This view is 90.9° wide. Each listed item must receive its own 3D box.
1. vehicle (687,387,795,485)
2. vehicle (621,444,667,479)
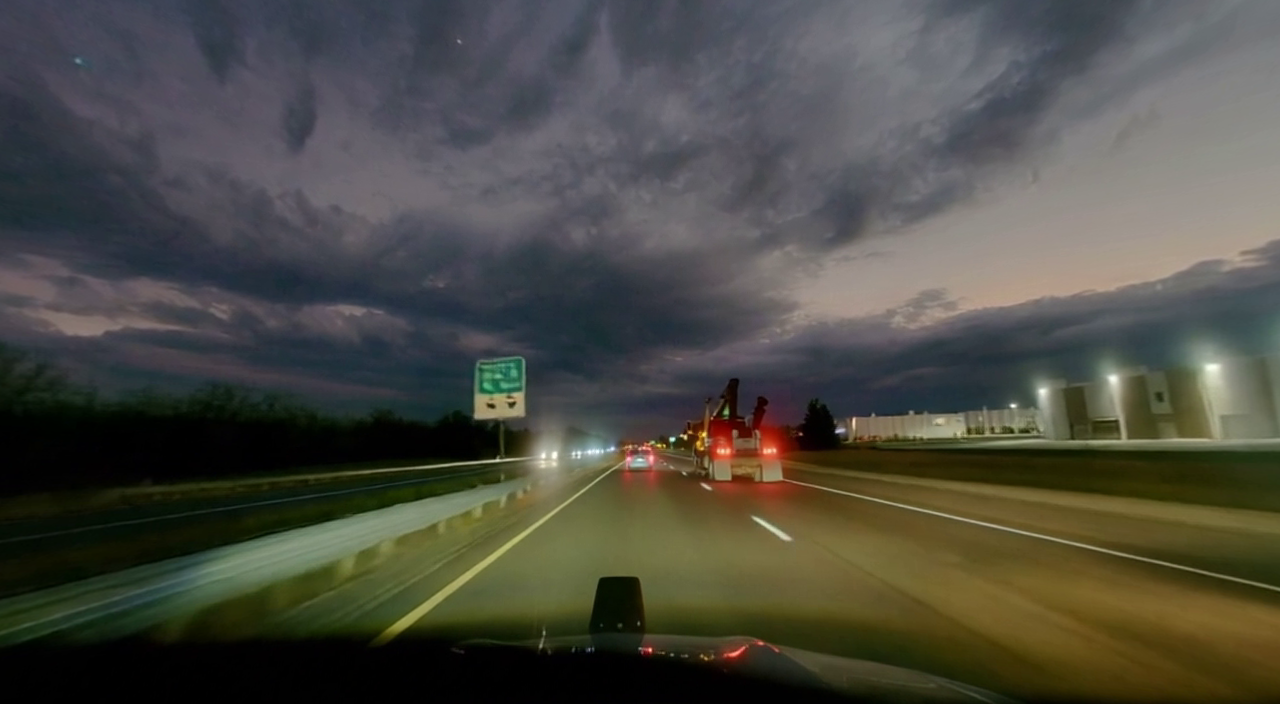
[{"bbox_3d":[4.000,3.706,27.180,3.089,3.568,8.101,0,-9,-1],"label":"vehicle"},{"bbox_3d":[0.162,5.158,29.854,2.045,1.527,4.023,0,-9,-1],"label":"vehicle"}]
